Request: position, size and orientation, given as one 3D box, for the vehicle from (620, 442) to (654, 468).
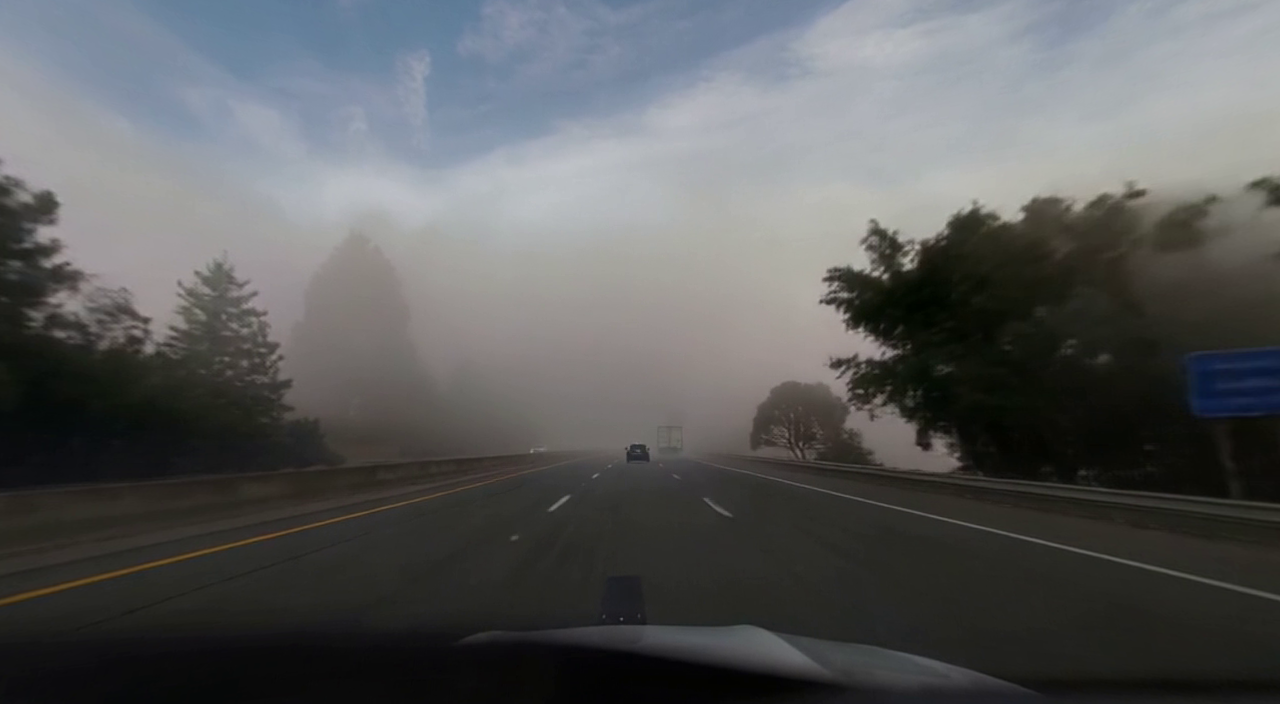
[{"bbox_3d":[-0.229,6.818,42.015,2.173,1.598,4.293,0,-9,-1],"label":"vehicle"}]
